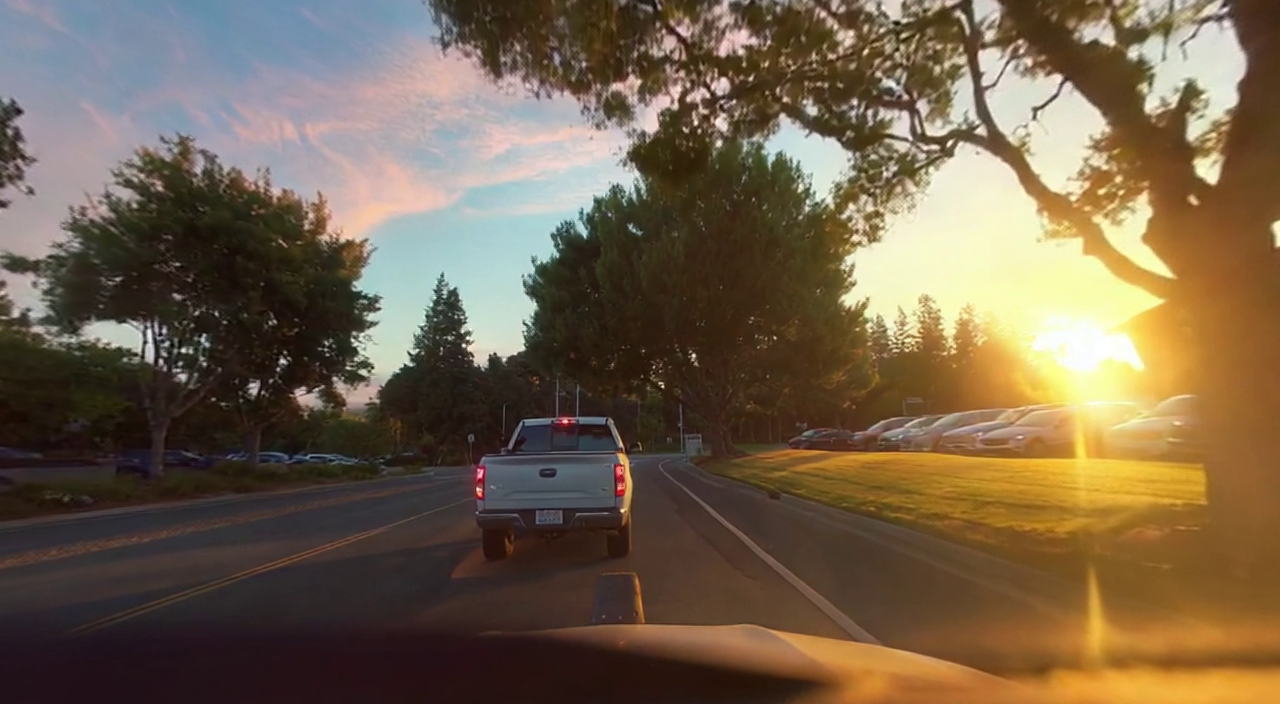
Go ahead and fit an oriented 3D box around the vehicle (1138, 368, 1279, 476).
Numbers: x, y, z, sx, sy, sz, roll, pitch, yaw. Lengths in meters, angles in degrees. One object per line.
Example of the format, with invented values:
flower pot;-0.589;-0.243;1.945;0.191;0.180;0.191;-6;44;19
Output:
vehicle;12.738;1.370;12.180;4.368;1.901;2.112;0;-8;2

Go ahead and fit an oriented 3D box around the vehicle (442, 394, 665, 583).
vehicle;-0.783;1.695;8.719;2.157;1.816;5.039;0;-8;1
